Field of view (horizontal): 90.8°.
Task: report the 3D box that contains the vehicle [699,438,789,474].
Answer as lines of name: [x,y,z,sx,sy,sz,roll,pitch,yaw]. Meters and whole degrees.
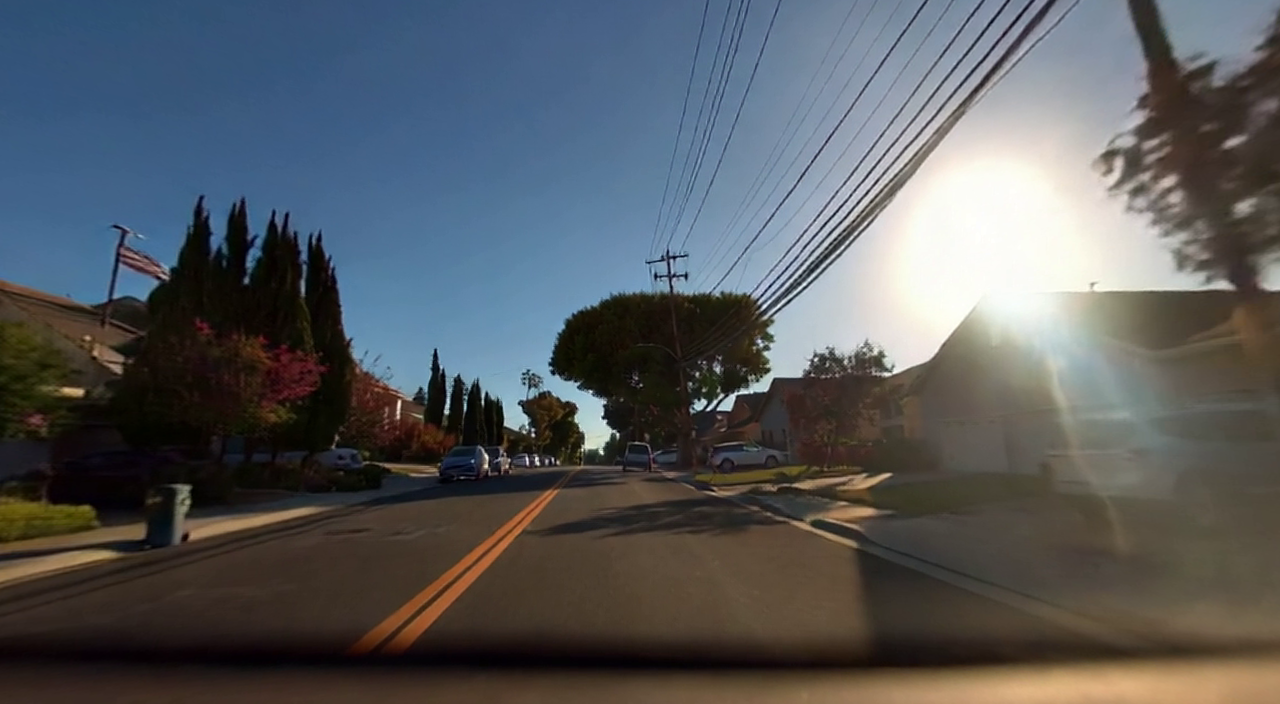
vehicle: [5.825,5.903,35.722,4.489,1.812,2.056,0,-14,-8]

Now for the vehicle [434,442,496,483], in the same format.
vehicle: [-8.512,5.500,31.110,2.046,1.777,4.473,-2,-12,-4]

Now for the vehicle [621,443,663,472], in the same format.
vehicle: [0.042,7.461,44.850,2.203,1.952,5.111,2,-9,-9]

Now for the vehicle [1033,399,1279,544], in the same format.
vehicle: [8.502,1.632,9.090,4.337,1.768,1.962,-1,-9,-3]

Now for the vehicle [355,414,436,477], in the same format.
vehicle: [-13.826,5.407,36.484,2.781,3.221,7.995,2,-9,-10]
